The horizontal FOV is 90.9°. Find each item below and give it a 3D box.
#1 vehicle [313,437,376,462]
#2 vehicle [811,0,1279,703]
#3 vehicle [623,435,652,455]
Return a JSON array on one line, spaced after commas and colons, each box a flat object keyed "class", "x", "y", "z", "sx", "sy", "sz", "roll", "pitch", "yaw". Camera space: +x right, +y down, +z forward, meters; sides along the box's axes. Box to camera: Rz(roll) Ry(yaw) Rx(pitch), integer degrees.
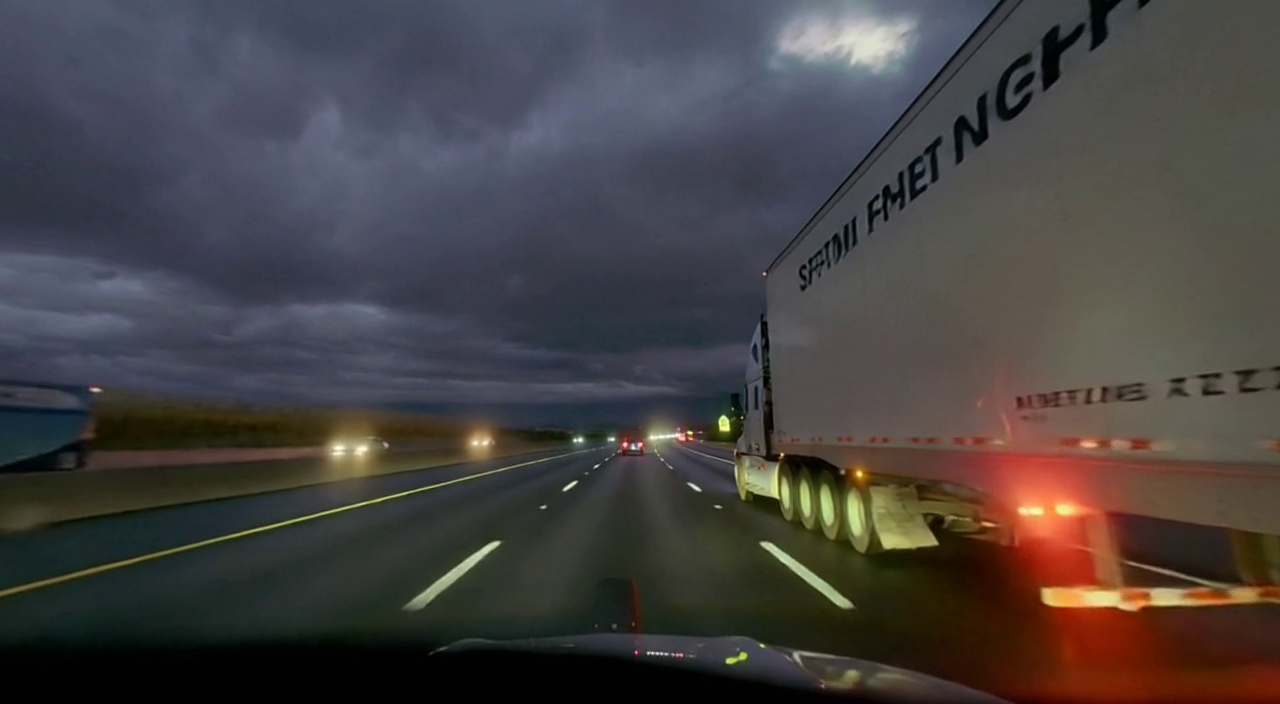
[{"class": "vehicle", "x": -18.656, "y": 6.149, "z": 40.013, "sx": 1.885, "sy": 1.505, "sz": 4.271, "roll": 0, "pitch": -8, "yaw": 1}, {"class": "vehicle", "x": 3.760, "y": -0.640, "z": 0.345, "sx": 2.976, "sy": 4.077, "sz": 14.571, "roll": 0, "pitch": -8, "yaw": -1}, {"class": "vehicle", "x": -0.178, "y": 7.214, "z": 48.874, "sx": 2.140, "sy": 1.475, "sz": 3.969, "roll": 0, "pitch": -8, "yaw": 0}]
